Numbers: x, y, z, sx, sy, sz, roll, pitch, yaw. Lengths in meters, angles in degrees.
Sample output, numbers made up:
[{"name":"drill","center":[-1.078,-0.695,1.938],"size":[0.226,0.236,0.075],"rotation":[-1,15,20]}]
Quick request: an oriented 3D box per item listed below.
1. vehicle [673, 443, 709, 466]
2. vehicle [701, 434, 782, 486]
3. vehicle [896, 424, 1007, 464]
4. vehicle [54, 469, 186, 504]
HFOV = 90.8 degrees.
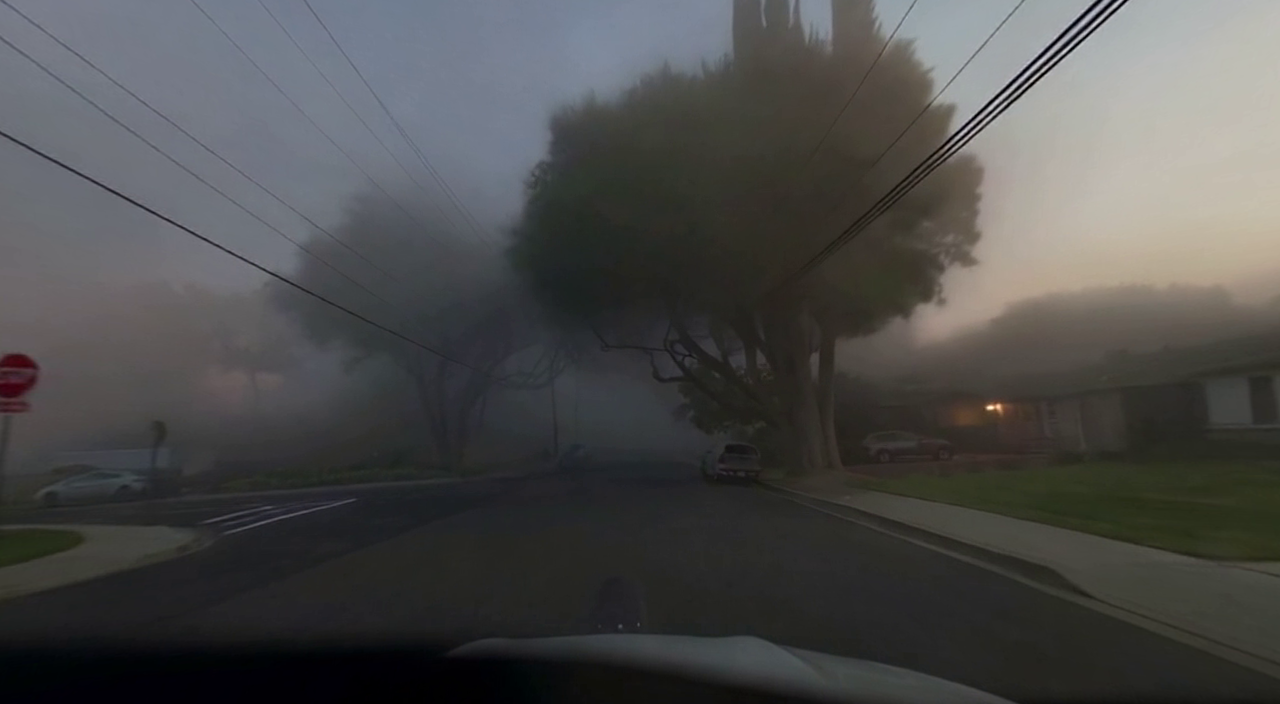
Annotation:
[{"name":"vehicle","center":[3.477,7.082,43.920],"size":[2.012,1.531,4.557],"rotation":[0,-8,-1]},{"name":"vehicle","center":[3.668,4.012,23.799],"size":[2.134,1.720,4.515],"rotation":[0,-8,-2]},{"name":"vehicle","center":[15.243,4.508,31.085],"size":[4.283,1.660,2.035],"rotation":[-3,-7,0]},{"name":"vehicle","center":[-23.975,6.197,29.234],"size":[4.479,1.475,1.842],"rotation":[0,-8,2]}]
